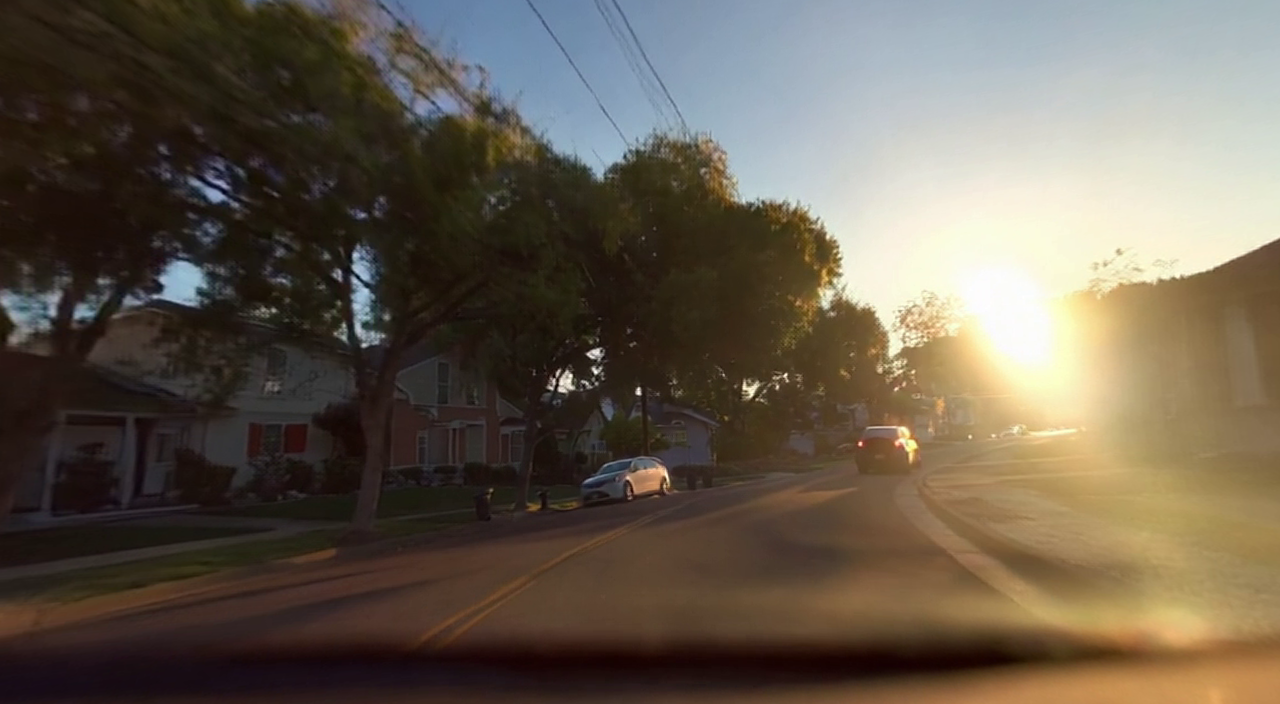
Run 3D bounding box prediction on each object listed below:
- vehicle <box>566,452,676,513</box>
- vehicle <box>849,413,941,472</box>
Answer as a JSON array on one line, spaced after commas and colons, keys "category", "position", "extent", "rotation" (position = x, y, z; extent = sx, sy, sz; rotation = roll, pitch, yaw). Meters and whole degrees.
[{"category": "vehicle", "position": [-0.583, 4.770, 23.667], "extent": [2.039, 1.949, 4.511], "rotation": [-5, -10, 29]}, {"category": "vehicle", "position": [9.638, 3.393, 23.607], "extent": [2.086, 1.974, 4.890], "rotation": [-6, -10, 34]}]
